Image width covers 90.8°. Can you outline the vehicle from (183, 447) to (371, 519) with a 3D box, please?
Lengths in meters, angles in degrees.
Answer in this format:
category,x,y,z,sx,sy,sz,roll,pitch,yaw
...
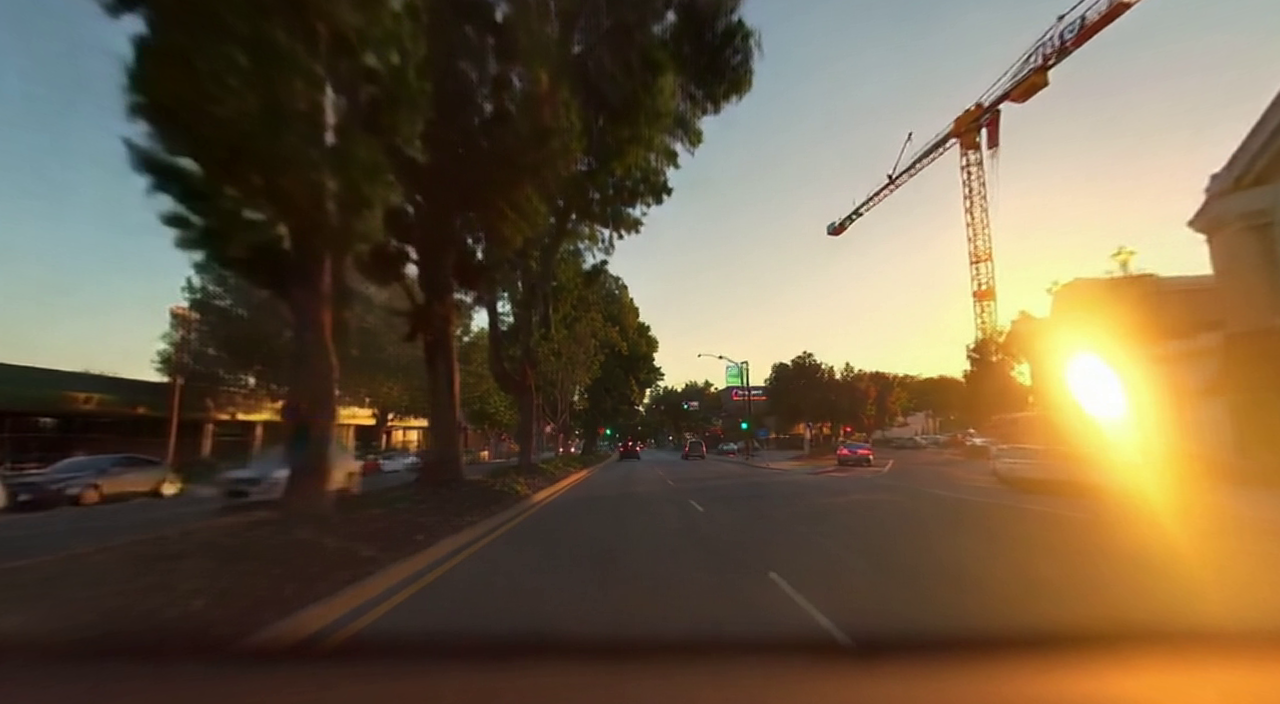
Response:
category,x,y,z,sx,sy,sz,roll,pitch,yaw
vehicle,-8.484,3.053,15.354,1.960,1.461,4.433,0,-9,0

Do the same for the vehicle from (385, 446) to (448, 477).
category,x,y,z,sx,sy,sz,roll,pitch,yaw
vehicle,-12.096,5.938,34.514,1.897,1.557,4.218,0,-8,0

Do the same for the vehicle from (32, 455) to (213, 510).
category,x,y,z,sx,sy,sz,roll,pitch,yaw
vehicle,-16.293,4.089,20.301,1.852,1.476,4.704,0,-9,-1

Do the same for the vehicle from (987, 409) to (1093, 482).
category,x,y,z,sx,sy,sz,roll,pitch,yaw
vehicle,16.859,3.994,27.068,2.311,2.722,5.823,-3,-9,18

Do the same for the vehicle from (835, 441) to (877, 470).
category,x,y,z,sx,sy,sz,roll,pitch,yaw
vehicle,12.449,5.908,36.257,1.961,1.485,4.762,-4,-9,22

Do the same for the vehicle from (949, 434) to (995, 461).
category,x,y,z,sx,sy,sz,roll,pitch,yaw
vehicle,25.224,7.297,48.149,2.159,1.920,4.948,-3,-9,17
